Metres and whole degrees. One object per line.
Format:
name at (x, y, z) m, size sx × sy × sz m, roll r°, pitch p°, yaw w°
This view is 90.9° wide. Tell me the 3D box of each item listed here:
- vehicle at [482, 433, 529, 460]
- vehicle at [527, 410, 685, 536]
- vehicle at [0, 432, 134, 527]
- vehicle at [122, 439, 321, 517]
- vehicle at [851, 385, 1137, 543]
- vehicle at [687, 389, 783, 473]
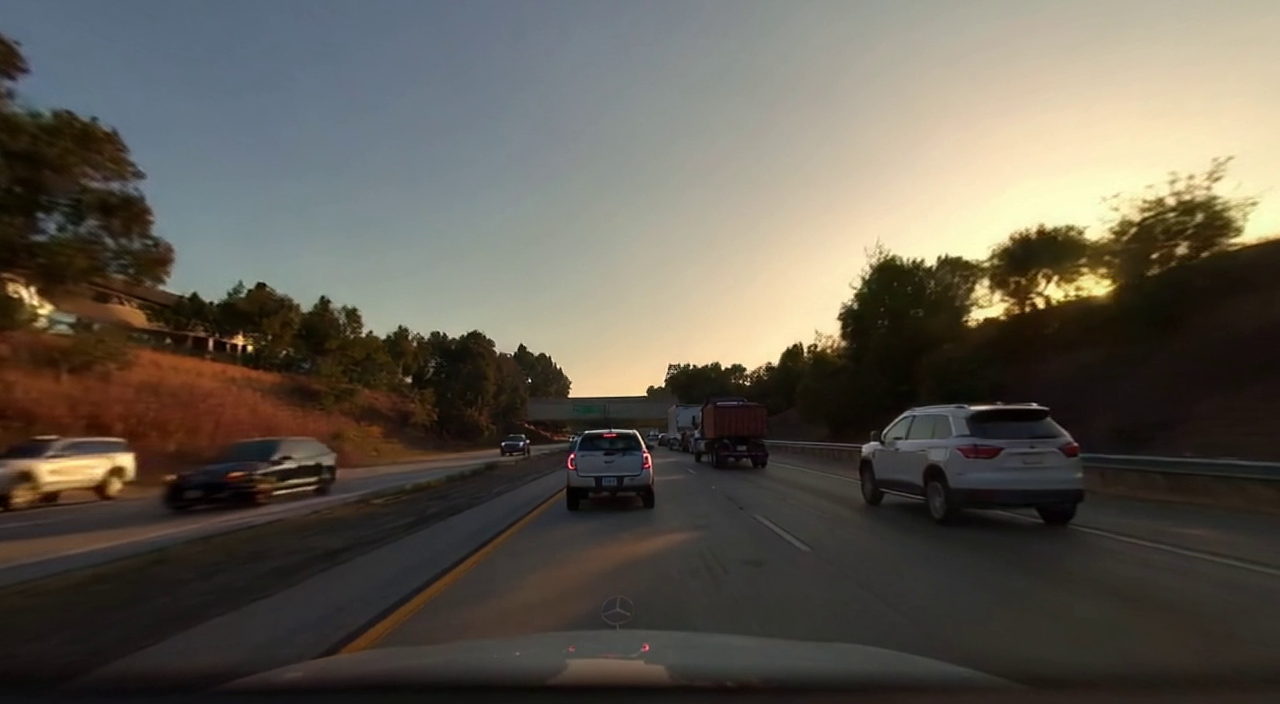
vehicle at (-8.847, 6.217, 41.838) m, size 2.052 × 1.652 × 4.268 m, roll 0°, pitch -8°, yaw 1°
vehicle at (-0.487, 1.863, 10.398) m, size 2.082 × 1.638 × 4.055 m, roll 0°, pitch -8°, yaw -1°
vehicle at (-13.416, 2.618, 13.264) m, size 1.949 × 1.833 × 4.237 m, roll 0°, pitch -8°, yaw 0°
vehicle at (-8.841, 2.631, 13.765) m, size 1.756 × 1.446 × 3.661 m, roll 0°, pitch -8°, yaw 1°
vehicle at (4.951, 1.604, 9.633) m, size 2.011 × 1.905 × 3.905 m, roll 0°, pitch -8°, yaw -1°
vehicle at (3.754, 3.396, 27.074) m, size 2.723 × 3.027 × 8.478 m, roll 0°, pitch -8°, yaw 0°
